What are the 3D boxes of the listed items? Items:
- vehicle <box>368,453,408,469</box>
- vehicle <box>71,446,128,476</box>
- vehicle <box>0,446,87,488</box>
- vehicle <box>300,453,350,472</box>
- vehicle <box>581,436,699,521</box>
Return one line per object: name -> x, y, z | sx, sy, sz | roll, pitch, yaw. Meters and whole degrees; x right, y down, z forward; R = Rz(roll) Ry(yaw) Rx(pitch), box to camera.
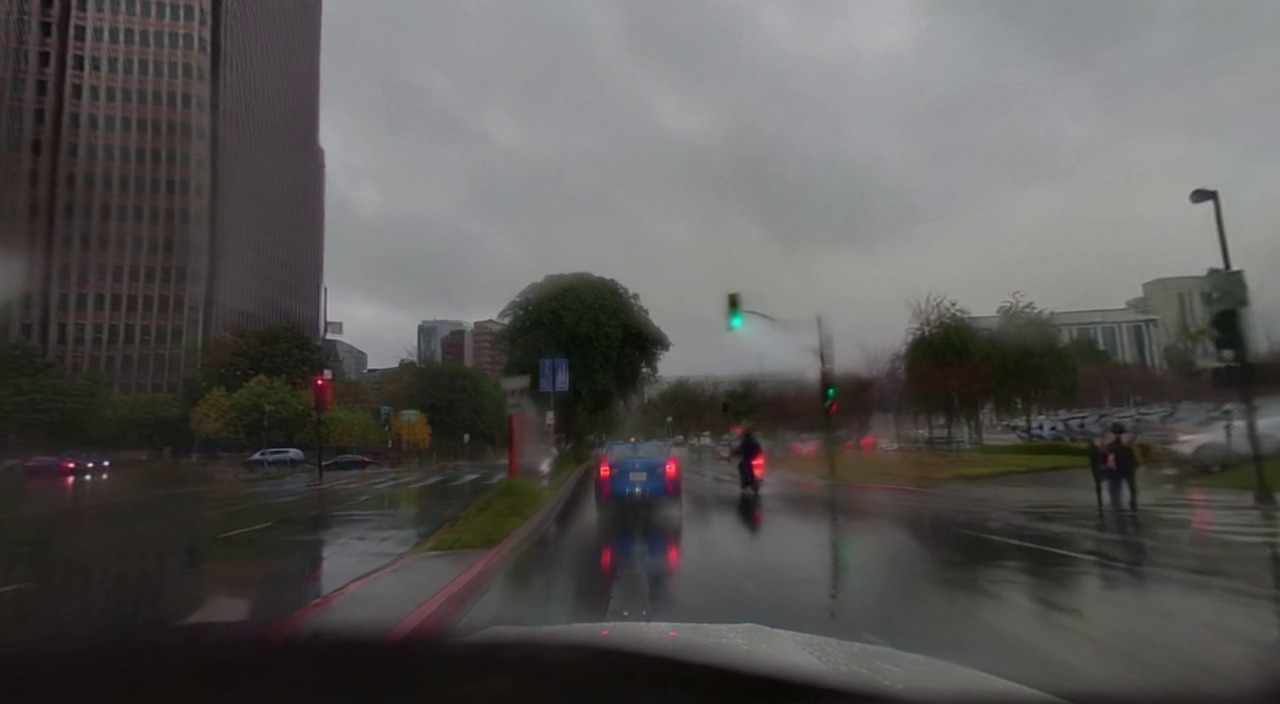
vehicle -> -19.903, 8.576, 49.811 | 1.259, 1.181, 2.744 | -4, -9, 24
vehicle -> -41.681, 8.360, 48.574 | 4.948, 2.124, 2.261 | -7, -11, 39
vehicle -> -28.439, 5.319, 29.432 | 4.653, 1.795, 2.163 | -5, -9, 26
vehicle -> -22.456, 7.867, 44.993 | 1.433, 1.269, 2.779 | -5, -10, 29
vehicle -> -0.069, 2.574, 13.362 | 2.118, 1.480, 3.949 | 0, -8, -2
